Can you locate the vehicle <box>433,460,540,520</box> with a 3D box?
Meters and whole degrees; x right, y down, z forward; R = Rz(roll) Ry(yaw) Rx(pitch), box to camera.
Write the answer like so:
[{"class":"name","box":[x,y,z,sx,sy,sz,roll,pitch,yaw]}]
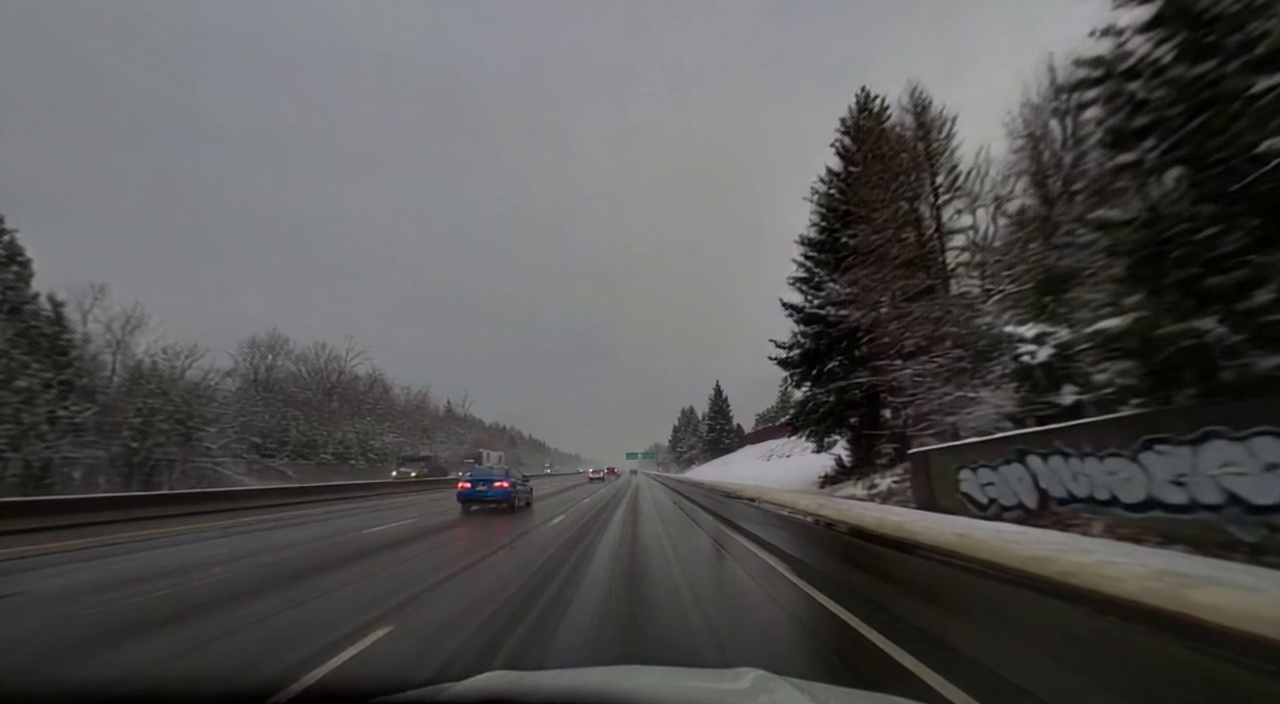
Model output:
[{"class":"vehicle","box":[-4.088,3.745,17.419,1.941,1.437,3.829,1,-10,0]}]
